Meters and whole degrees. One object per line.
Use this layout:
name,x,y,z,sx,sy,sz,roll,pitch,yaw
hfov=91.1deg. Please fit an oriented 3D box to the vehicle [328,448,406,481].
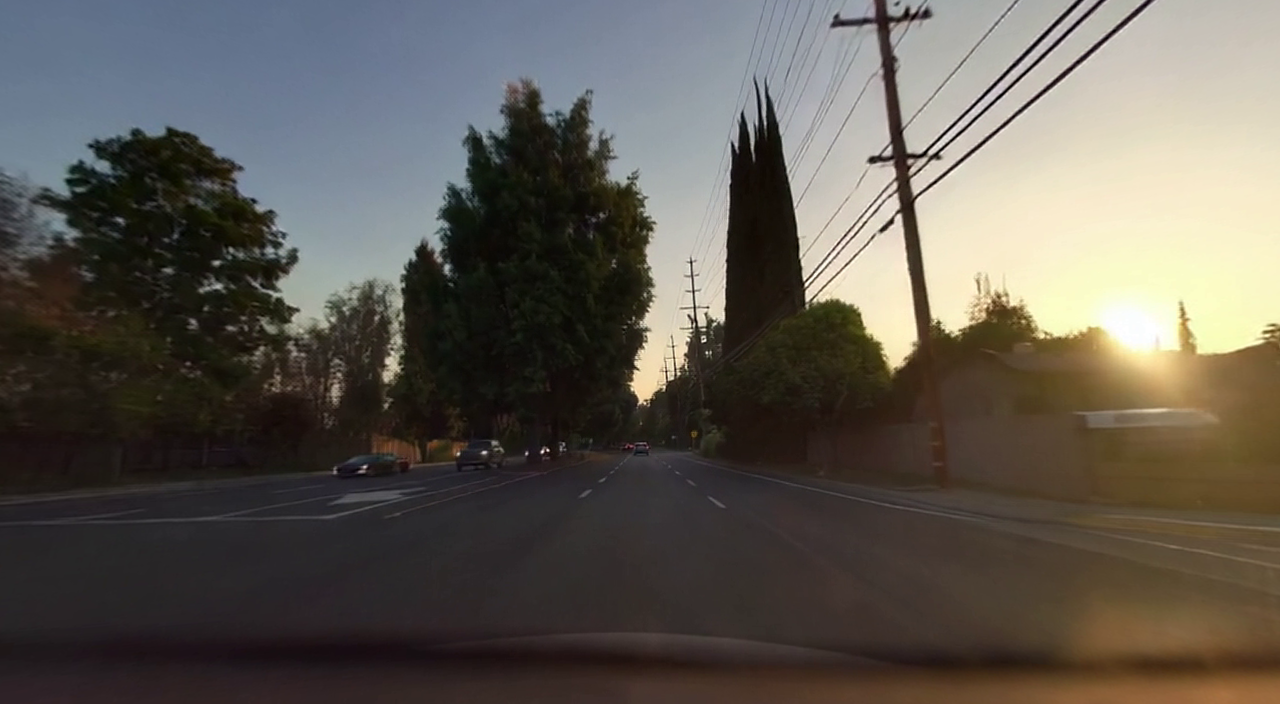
vehicle,-13.431,5.535,31.213,1.821,1.453,4.459,0,-8,0

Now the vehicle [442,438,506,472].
vehicle,-9.863,6.152,37.763,2.249,1.866,5.664,0,-8,1
